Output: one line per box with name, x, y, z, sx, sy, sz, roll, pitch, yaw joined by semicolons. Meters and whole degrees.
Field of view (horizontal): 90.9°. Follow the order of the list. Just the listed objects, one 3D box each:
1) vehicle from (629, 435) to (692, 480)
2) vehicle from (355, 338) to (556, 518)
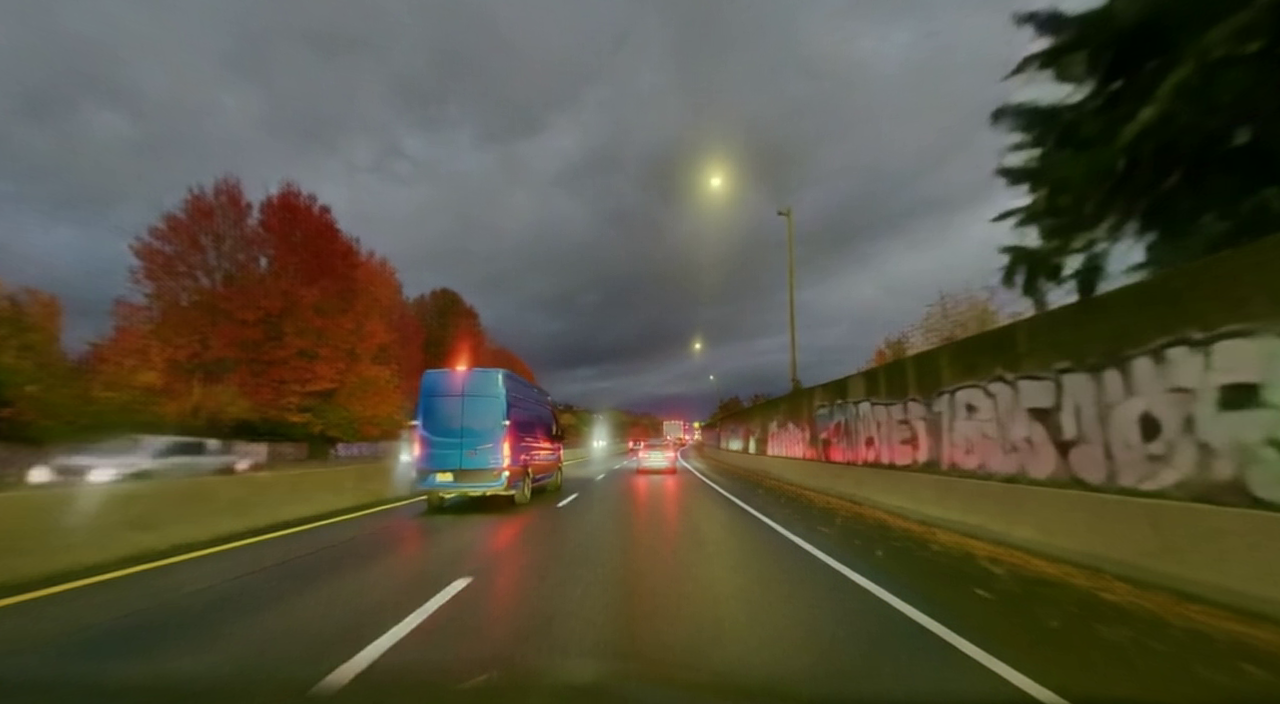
vehicle;0.707;3.766;22.774;2.071;1.487;3.948;0;-8;1
vehicle;-3.171;1.512;12.299;2.334;2.769;5.087;0;-8;0
